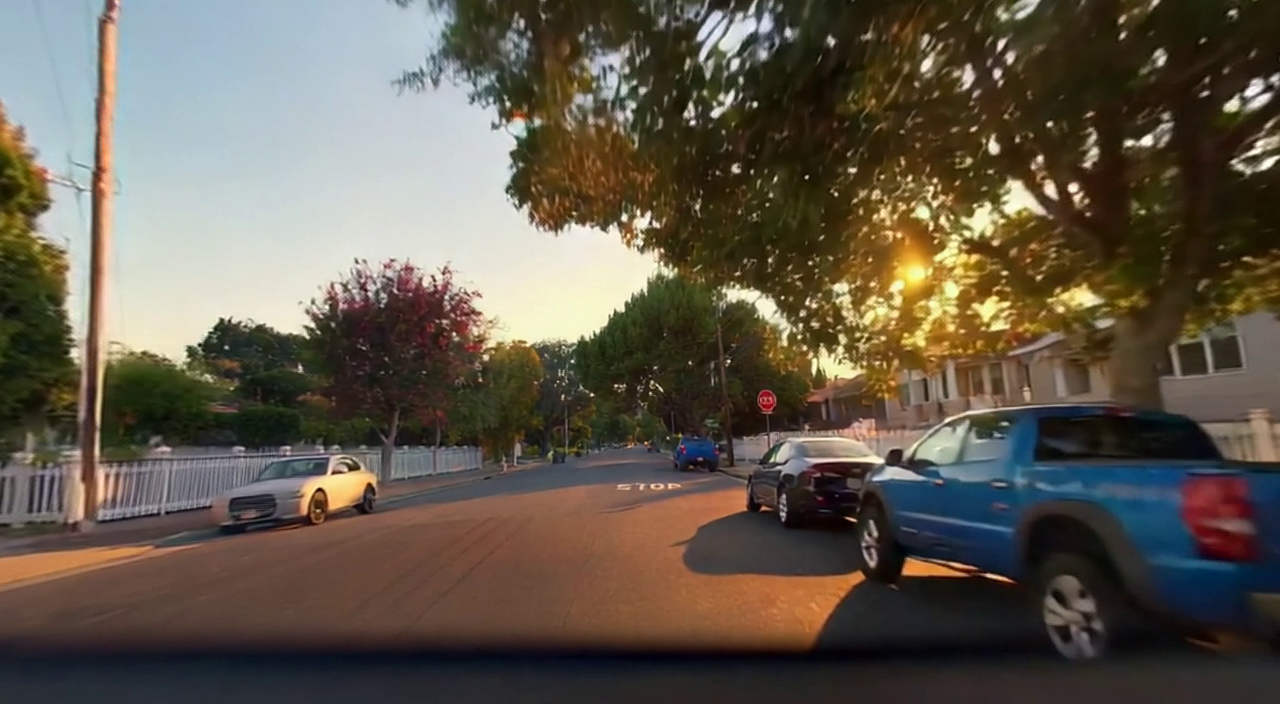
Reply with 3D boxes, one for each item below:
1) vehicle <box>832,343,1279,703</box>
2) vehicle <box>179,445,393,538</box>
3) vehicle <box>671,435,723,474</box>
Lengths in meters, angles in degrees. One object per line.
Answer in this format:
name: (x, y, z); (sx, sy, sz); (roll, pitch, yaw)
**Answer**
vehicle: (3.262, 1.145, 4.715); (2.080, 1.706, 4.449); (0, -9, -3)
vehicle: (-7.159, 2.812, 13.427); (2.125, 1.623, 4.207); (0, -9, -1)
vehicle: (2.767, 5.142, 31.976); (2.126, 1.795, 4.751); (0, -9, -1)
